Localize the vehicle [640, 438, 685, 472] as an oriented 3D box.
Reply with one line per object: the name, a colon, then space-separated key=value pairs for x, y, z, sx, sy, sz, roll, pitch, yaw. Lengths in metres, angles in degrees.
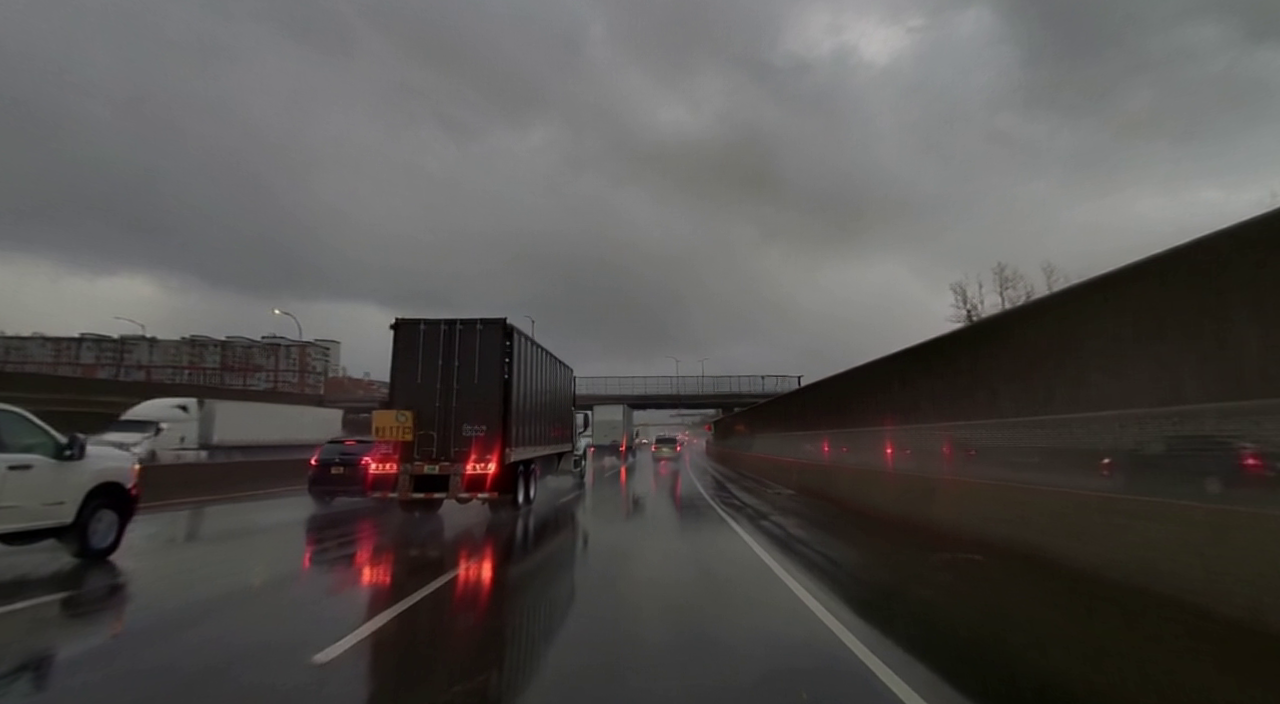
vehicle: x=1.185 y=5.274 z=32.389 sx=2.178 sy=1.640 sz=4.071 roll=-1 pitch=-9 yaw=3

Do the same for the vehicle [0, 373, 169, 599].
vehicle: x=-6.786 y=1.081 z=4.869 sx=2.323 sy=1.959 sz=5.038 roll=0 pitch=-9 yaw=0

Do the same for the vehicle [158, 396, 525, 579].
vehicle: x=-3.312 y=1.622 z=8.074 sx=2.896 sy=1.779 sz=3.441 roll=-1 pitch=-9 yaw=3

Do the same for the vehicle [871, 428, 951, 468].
vehicle: x=15.198 y=5.437 z=35.765 sx=2.241 sy=2.052 sz=5.864 roll=-1 pitch=-9 yaw=4

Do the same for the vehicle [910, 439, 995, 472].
vehicle: x=14.768 y=4.914 z=30.047 sx=1.859 sy=1.452 sz=4.749 roll=-1 pitch=-9 yaw=4

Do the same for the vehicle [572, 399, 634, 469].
vehicle: x=-2.110 y=5.317 z=40.044 sx=3.073 sy=3.894 sz=9.782 roll=0 pitch=-9 yaw=1

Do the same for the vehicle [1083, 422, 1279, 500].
vehicle: x=14.017 y=2.694 z=15.935 sx=2.237 sy=1.656 sz=4.676 roll=0 pitch=-9 yaw=1
